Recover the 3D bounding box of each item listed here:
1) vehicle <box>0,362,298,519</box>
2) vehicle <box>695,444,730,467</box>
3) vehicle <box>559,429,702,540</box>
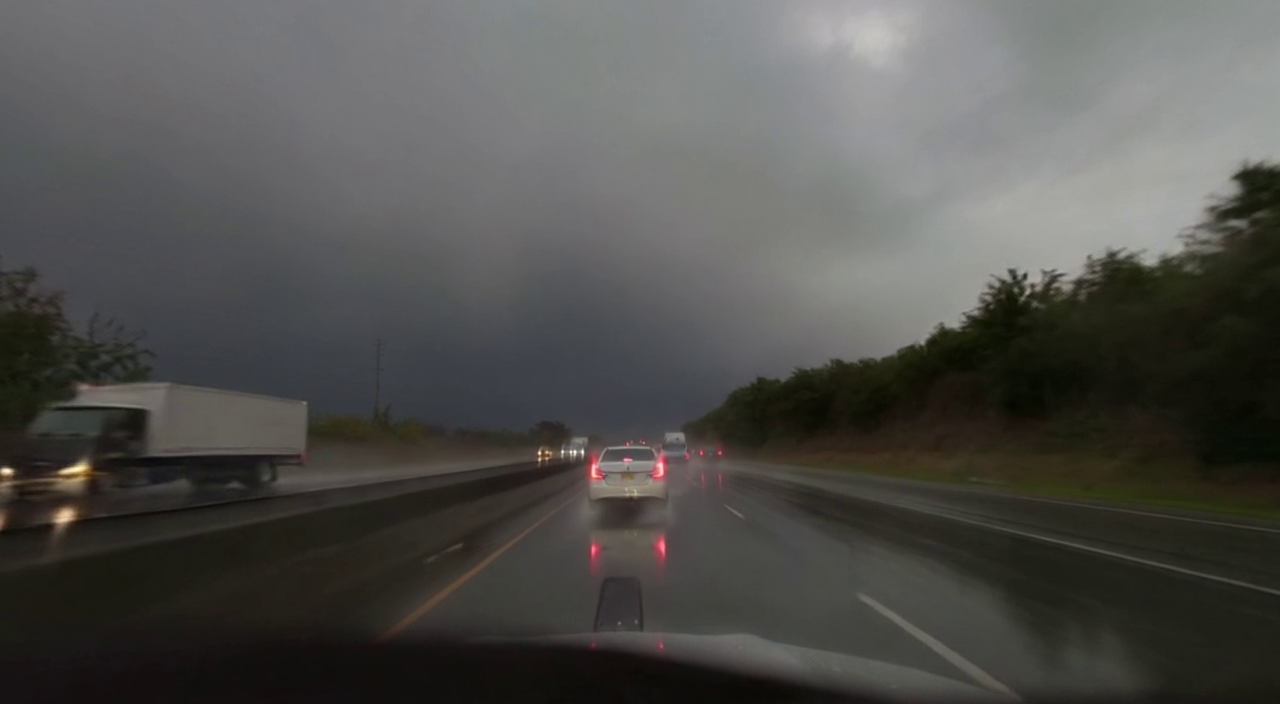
[{"bbox_3d":[-13.366,2.536,17.832,2.757,3.414,7.910,-1,-9,0],"label":"vehicle"},{"bbox_3d":[5.047,7.288,44.289,1.931,1.516,3.995,0,-9,0],"label":"vehicle"},{"bbox_3d":[-0.157,2.221,11.070,2.088,1.580,3.657,0,-9,0],"label":"vehicle"}]
